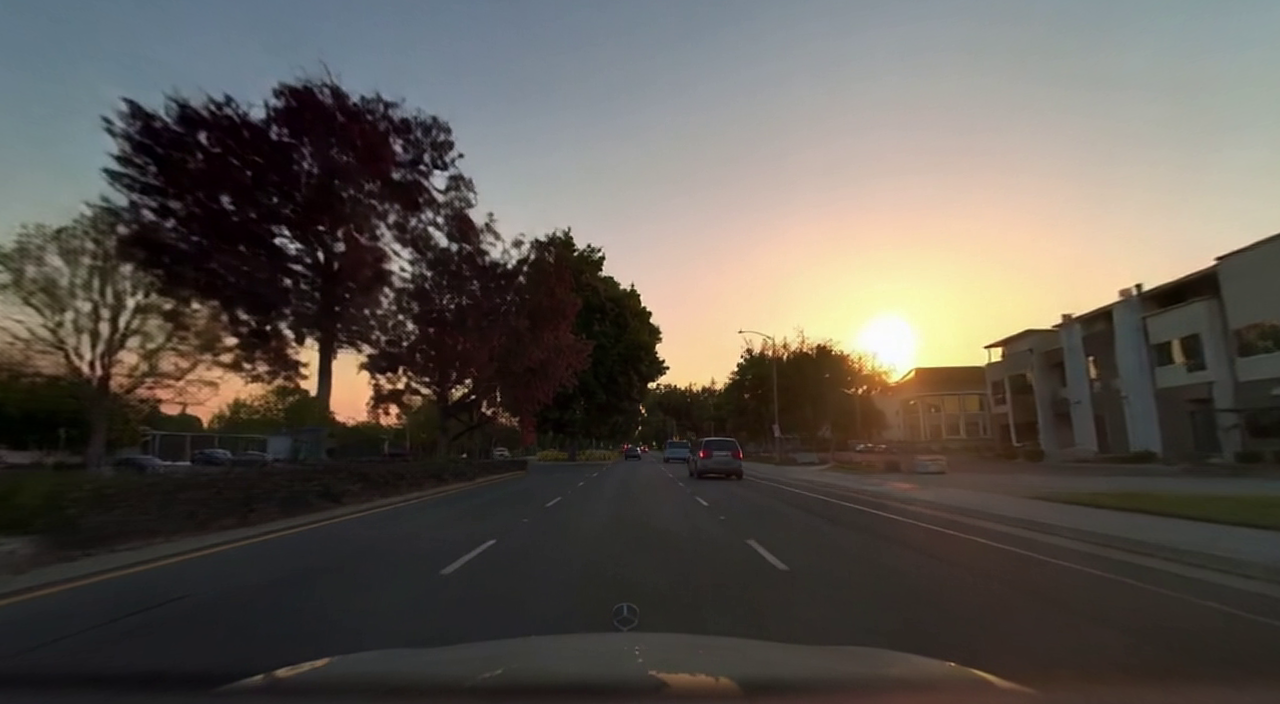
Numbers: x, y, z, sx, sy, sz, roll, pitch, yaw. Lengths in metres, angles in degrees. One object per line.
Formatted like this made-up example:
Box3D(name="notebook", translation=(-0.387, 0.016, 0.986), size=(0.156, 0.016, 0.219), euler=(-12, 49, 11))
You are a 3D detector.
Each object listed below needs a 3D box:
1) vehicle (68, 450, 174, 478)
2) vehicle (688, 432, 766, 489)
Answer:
Box3D(name="vehicle", translation=(-33.341, 7.189, 40.710), size=(4.932, 1.730, 1.939), euler=(0, -9, -3))
Box3D(name="vehicle", translation=(3.006, 3.870, 22.829), size=(2.060, 1.816, 4.343), euler=(0, -9, -2))
